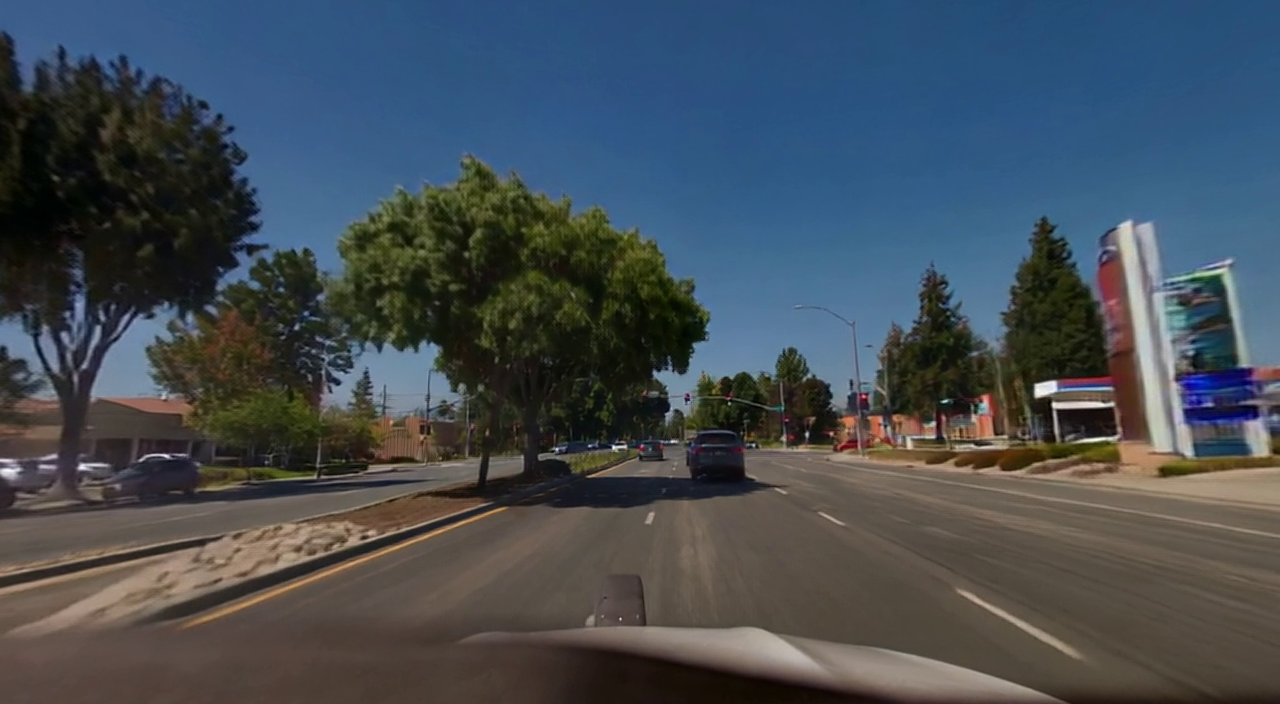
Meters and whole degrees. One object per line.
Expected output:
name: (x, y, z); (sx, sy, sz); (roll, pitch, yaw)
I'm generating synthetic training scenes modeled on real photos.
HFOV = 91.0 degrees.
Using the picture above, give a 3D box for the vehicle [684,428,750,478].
vehicle: (2.796, 3.825, 23.924); (2.213, 1.715, 4.242); (-1, -9, 3)

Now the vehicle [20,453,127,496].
vehicle: (-25.371, 5.422, 28.170); (4.428, 1.708, 1.952); (-4, -10, 27)

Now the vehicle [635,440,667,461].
vehicle: (0.857, 7.201, 46.219); (2.100, 1.469, 3.872); (-1, -9, 5)

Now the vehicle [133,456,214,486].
vehicle: (-25.455, 6.453, 34.326); (4.538, 1.469, 1.912); (-6, -10, 32)
